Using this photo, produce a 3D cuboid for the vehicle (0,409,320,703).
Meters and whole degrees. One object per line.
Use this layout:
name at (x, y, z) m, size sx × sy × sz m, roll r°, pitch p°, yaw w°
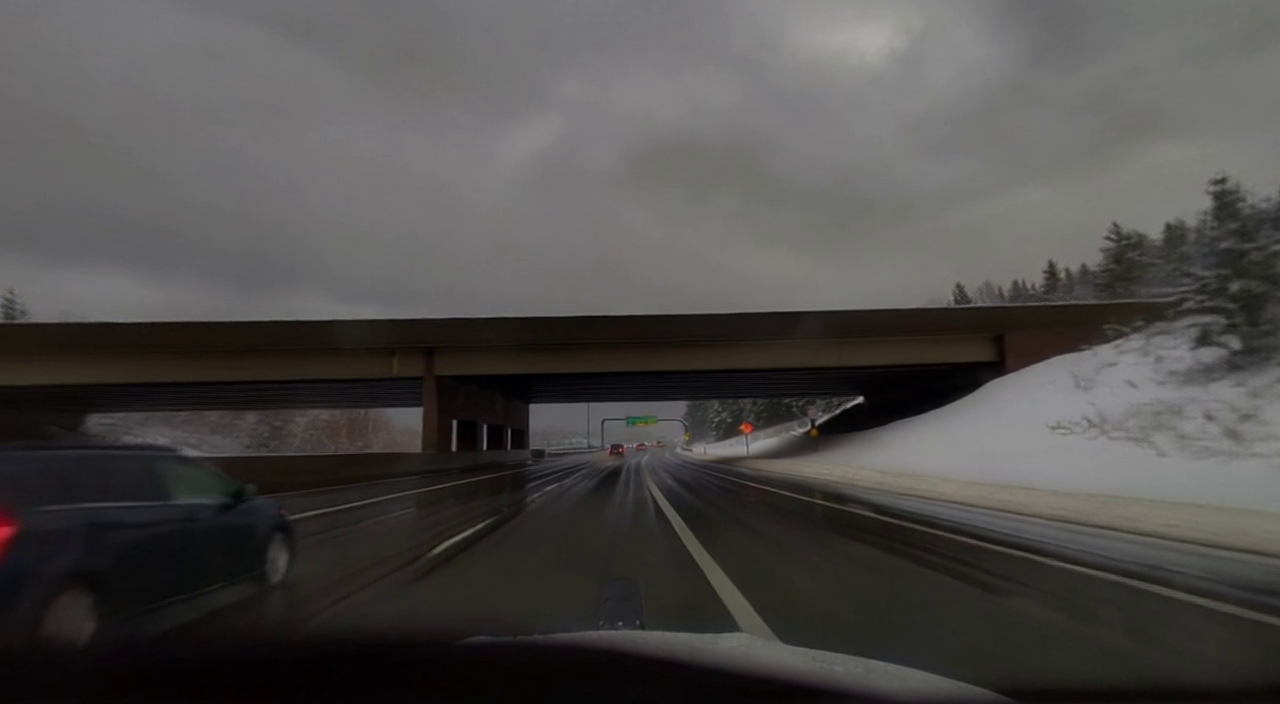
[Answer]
vehicle at (-4.377, 1.268, 4.529) m, size 2.055 × 1.535 × 4.073 m, roll 0°, pitch -9°, yaw -1°
